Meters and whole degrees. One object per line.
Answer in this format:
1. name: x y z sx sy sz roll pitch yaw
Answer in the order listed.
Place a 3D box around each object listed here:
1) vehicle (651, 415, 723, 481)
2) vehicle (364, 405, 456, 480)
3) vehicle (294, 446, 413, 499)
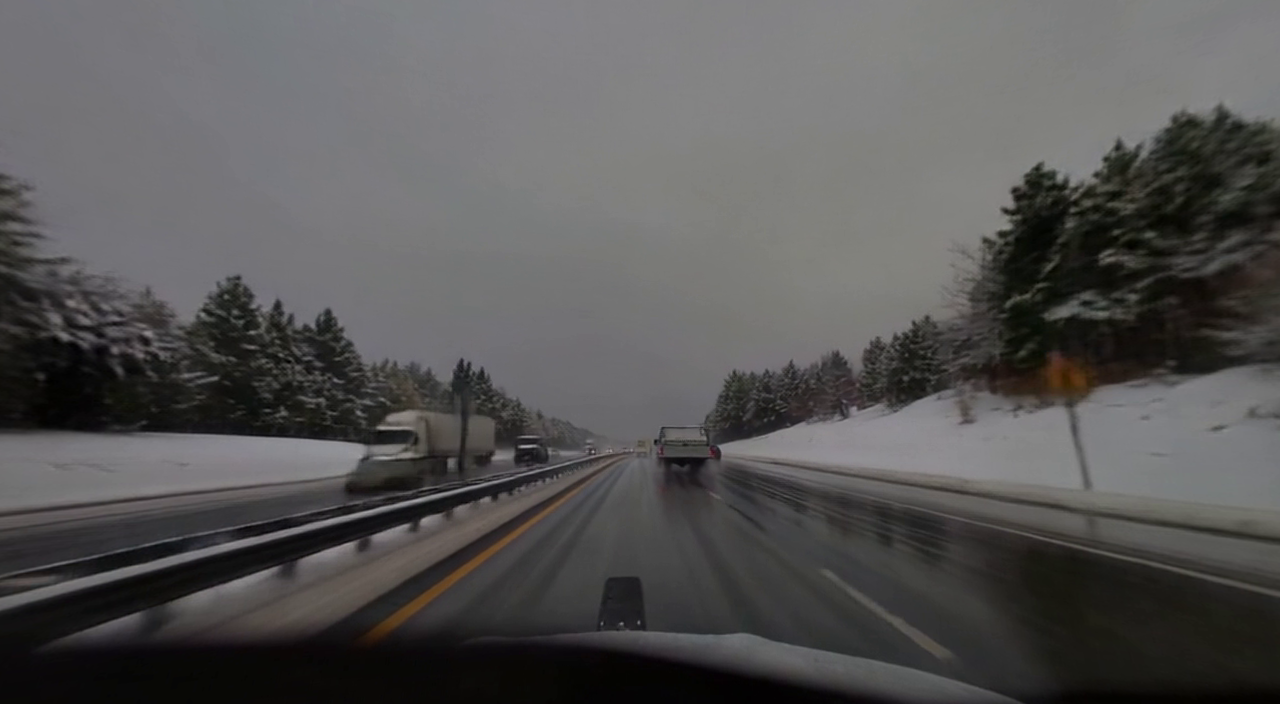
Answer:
1. vehicle: 1.840 4.065 26.802 2.423 2.517 5.055 0 -9 -3
2. vehicle: -13.296 5.318 37.030 3.042 4.009 5.906 0 -9 1
3. vehicle: -9.009 3.802 20.252 1.945 1.484 3.953 0 -9 0
